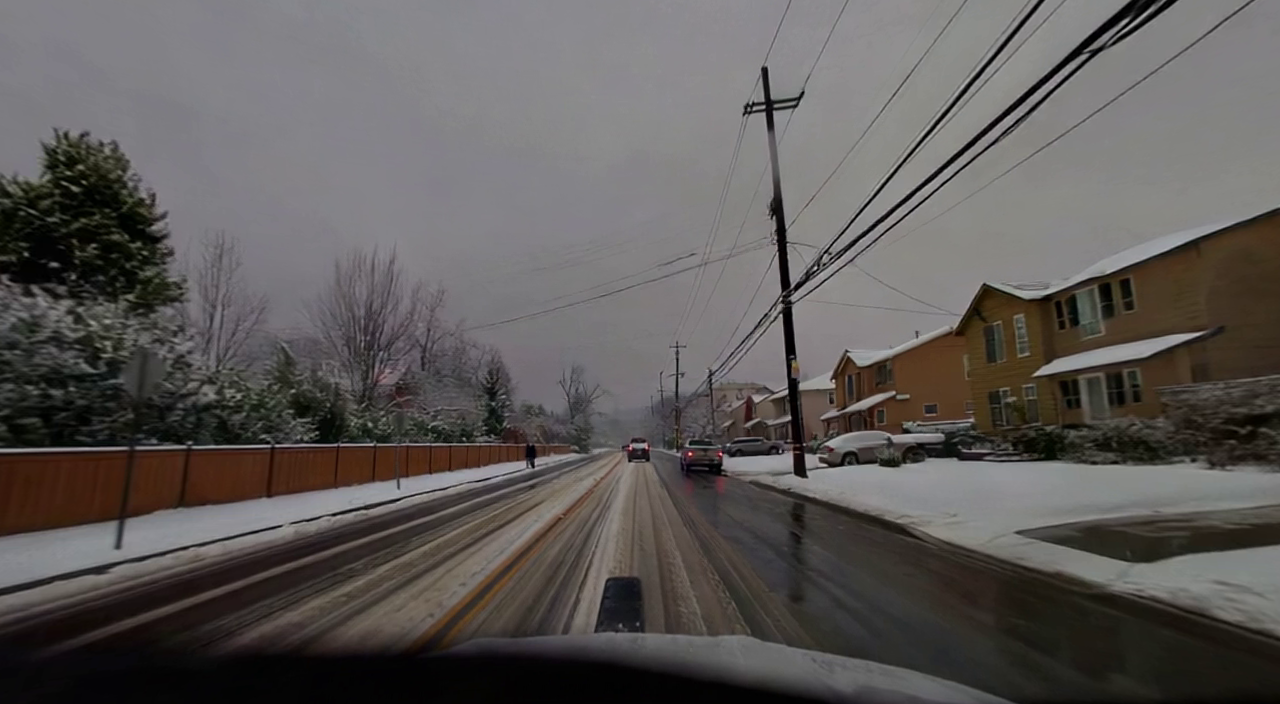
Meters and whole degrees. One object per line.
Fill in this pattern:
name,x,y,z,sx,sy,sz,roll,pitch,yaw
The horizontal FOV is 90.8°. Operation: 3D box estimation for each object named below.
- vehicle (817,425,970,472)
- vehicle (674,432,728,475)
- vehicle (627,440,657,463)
vehicle,11.254,4.352,28.412,5.846,1.971,2.273,-1,-9,2
vehicle,3.222,5.515,34.535,2.278,1.933,5.860,4,-8,0
vehicle,0.139,7.661,48.852,2.177,1.703,4.110,0,-9,0
